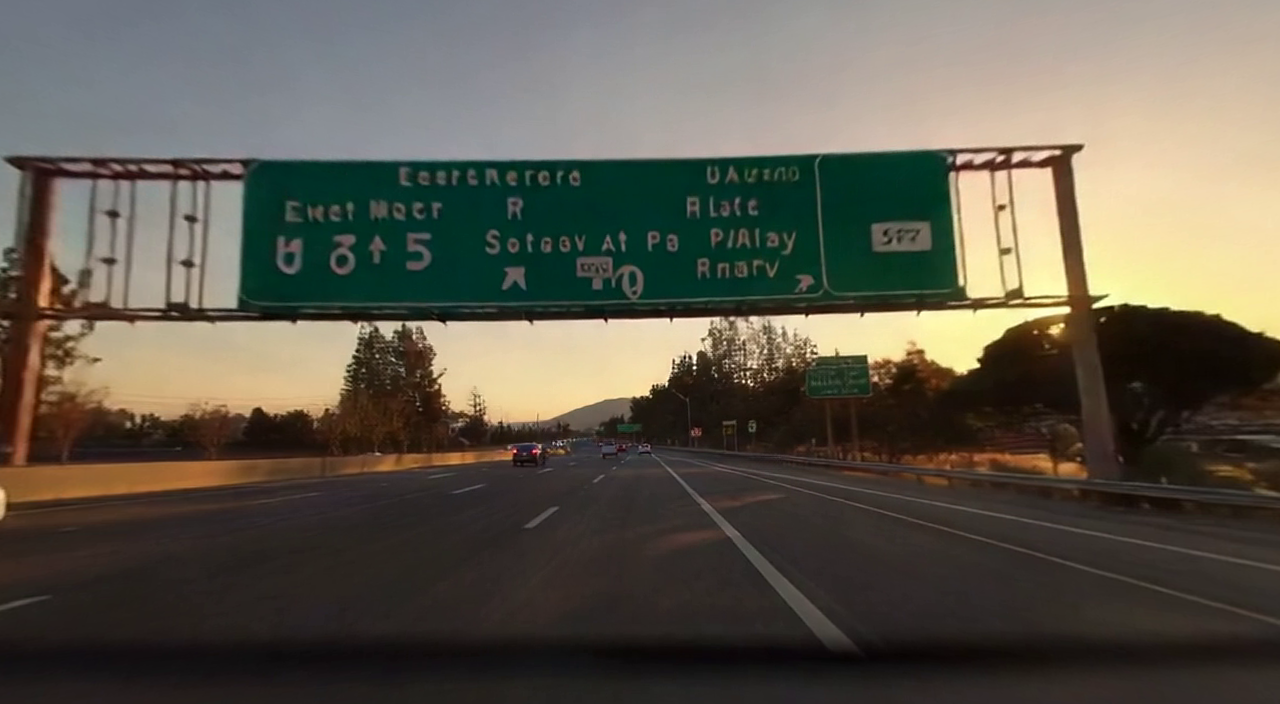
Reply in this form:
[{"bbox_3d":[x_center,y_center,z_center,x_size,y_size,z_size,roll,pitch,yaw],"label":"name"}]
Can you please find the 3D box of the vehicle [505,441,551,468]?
[{"bbox_3d":[-6.758,6.226,38.327,1.985,1.513,4.172,0,-8,1],"label":"vehicle"}]
